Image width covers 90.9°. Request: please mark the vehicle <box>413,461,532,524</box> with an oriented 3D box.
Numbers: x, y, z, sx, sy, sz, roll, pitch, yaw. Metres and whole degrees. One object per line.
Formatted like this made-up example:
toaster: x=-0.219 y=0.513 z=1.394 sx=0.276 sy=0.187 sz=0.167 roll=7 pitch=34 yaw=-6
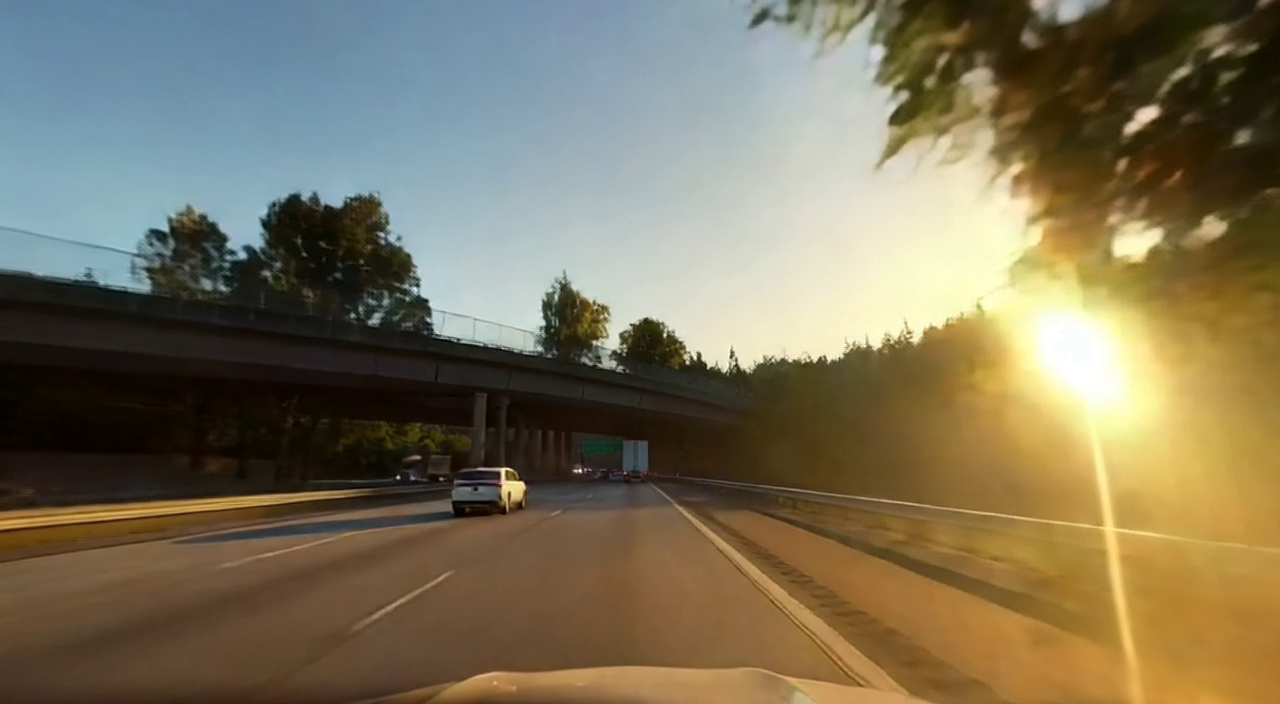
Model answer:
vehicle: x=-4.420 y=3.812 z=17.530 sx=1.950 sy=1.460 sz=4.812 roll=1 pitch=-11 yaw=0
